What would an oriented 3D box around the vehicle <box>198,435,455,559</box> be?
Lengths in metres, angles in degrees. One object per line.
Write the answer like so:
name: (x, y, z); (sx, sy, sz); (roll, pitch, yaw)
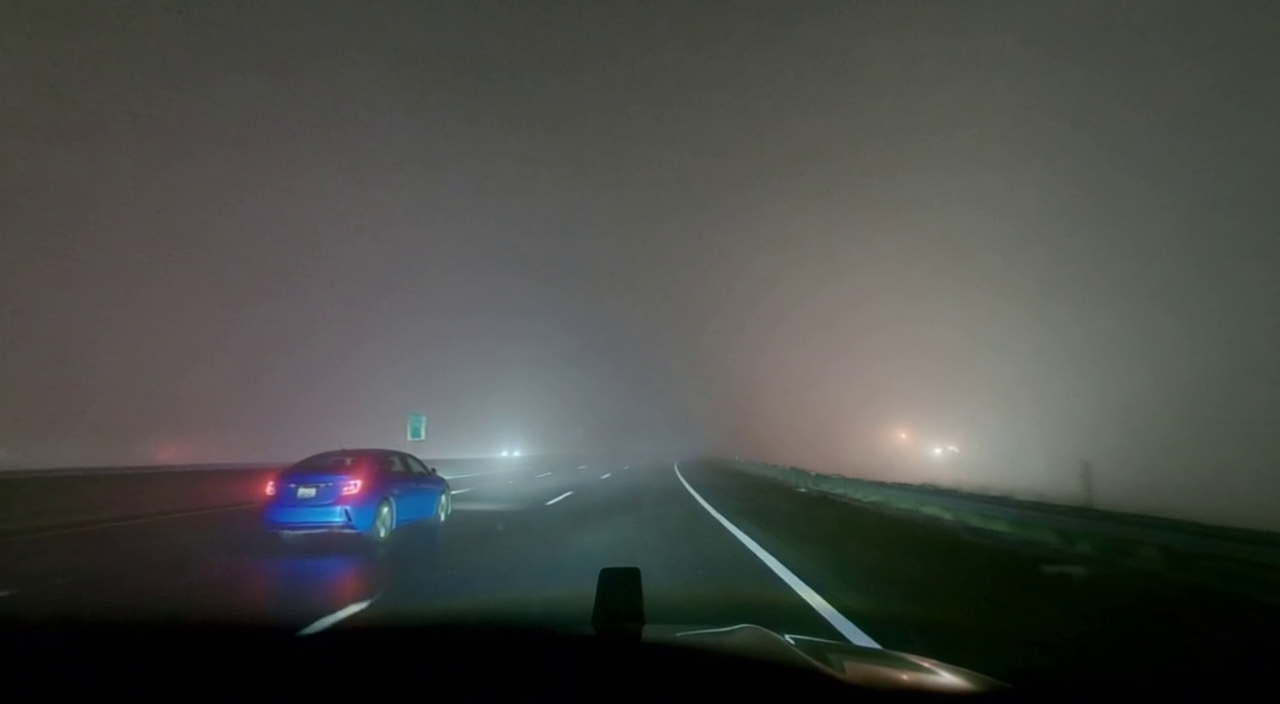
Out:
vehicle: (-4.408, 2.072, 9.670); (1.928, 1.504, 3.745); (0, -9, 1)
